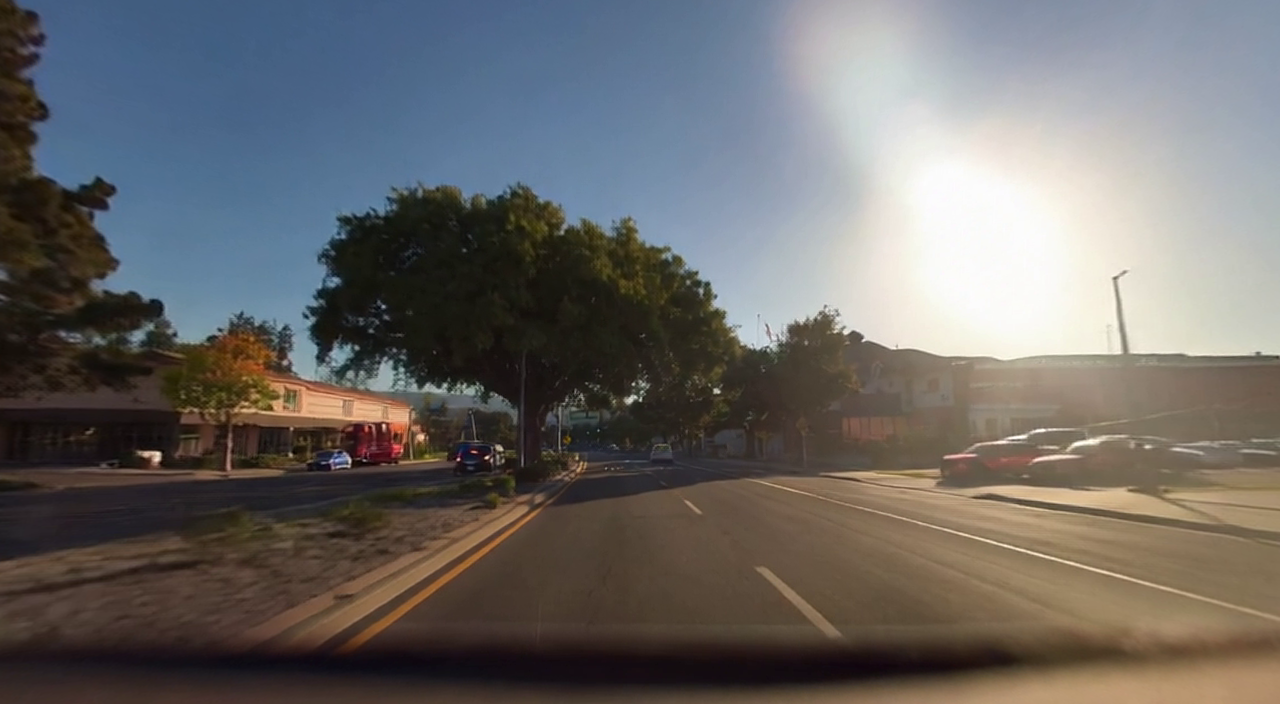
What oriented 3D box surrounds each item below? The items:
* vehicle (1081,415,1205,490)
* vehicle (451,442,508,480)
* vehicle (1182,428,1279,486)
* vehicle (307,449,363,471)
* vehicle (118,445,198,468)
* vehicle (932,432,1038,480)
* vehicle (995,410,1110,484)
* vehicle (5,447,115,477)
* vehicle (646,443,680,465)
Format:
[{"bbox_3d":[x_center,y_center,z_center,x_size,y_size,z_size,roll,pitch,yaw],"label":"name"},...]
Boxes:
[{"bbox_3d":[18.762,3.677,23.446,2.727,2.396,5.918,-9,-12,44],"label":"vehicle"},{"bbox_3d":[-7.607,5.174,30.416,2.180,1.556,5.130,2,-7,-9],"label":"vehicle"},{"bbox_3d":[23.057,3.852,23.484,2.747,1.912,6.426,-5,-10,26],"label":"vehicle"},{"bbox_3d":[-21.487,7.604,44.730,2.068,1.408,4.399,-1,-9,-5],"label":"vehicle"},{"bbox_3d":[-31.759,6.874,41.704,3.768,1.443,1.800,0,-8,-3],"label":"vehicle"},{"bbox_3d":[15.527,4.608,28.278,5.161,1.927,2.464,7,-12,-42],"label":"vehicle"},{"bbox_3d":[16.699,3.804,25.444,5.908,2.641,2.303,8,-12,-43],"label":"vehicle"},{"bbox_3d":[-31.299,5.949,34.199,3.952,1.462,1.857,2,-7,-5],"label":"vehicle"},{"bbox_3d":[1.579,7.301,45.230,1.913,1.473,4.360,0,-9,-4],"label":"vehicle"}]
